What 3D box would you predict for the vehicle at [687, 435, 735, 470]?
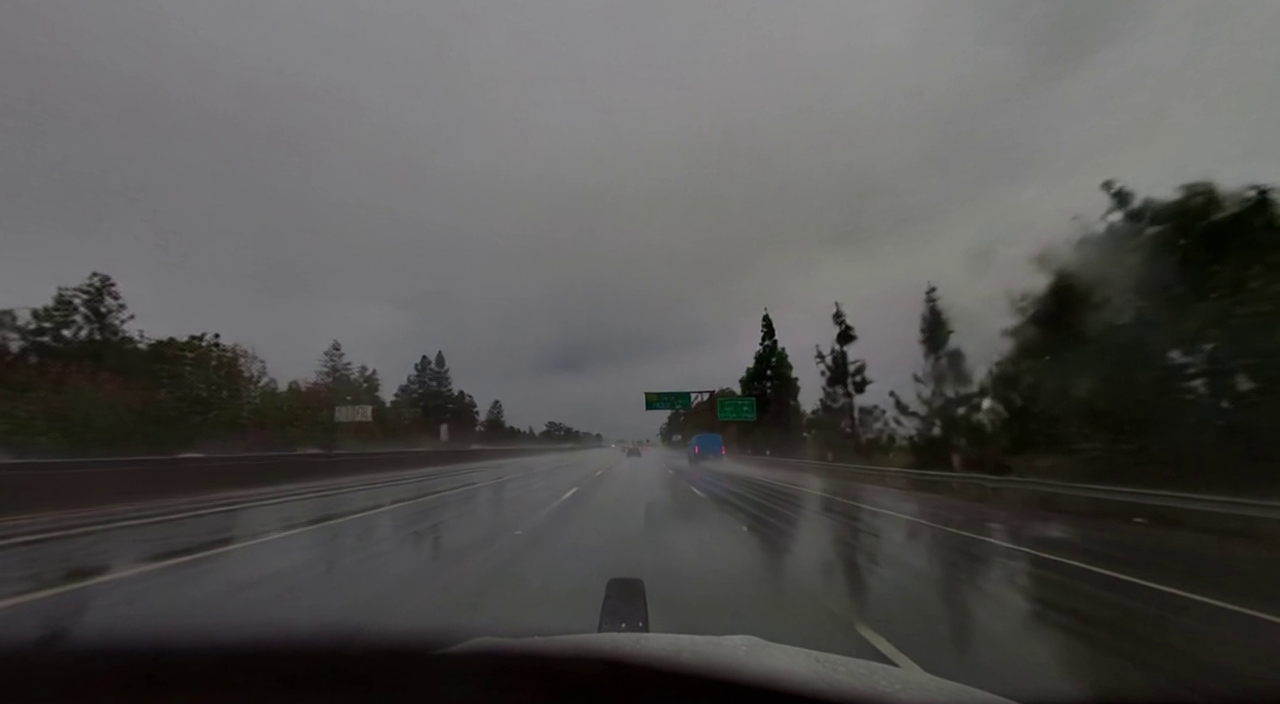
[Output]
[{"bbox_3d":[4.107,5.944,37.475,2.172,1.930,4.879,0,-8,-1],"label":"vehicle"}]
